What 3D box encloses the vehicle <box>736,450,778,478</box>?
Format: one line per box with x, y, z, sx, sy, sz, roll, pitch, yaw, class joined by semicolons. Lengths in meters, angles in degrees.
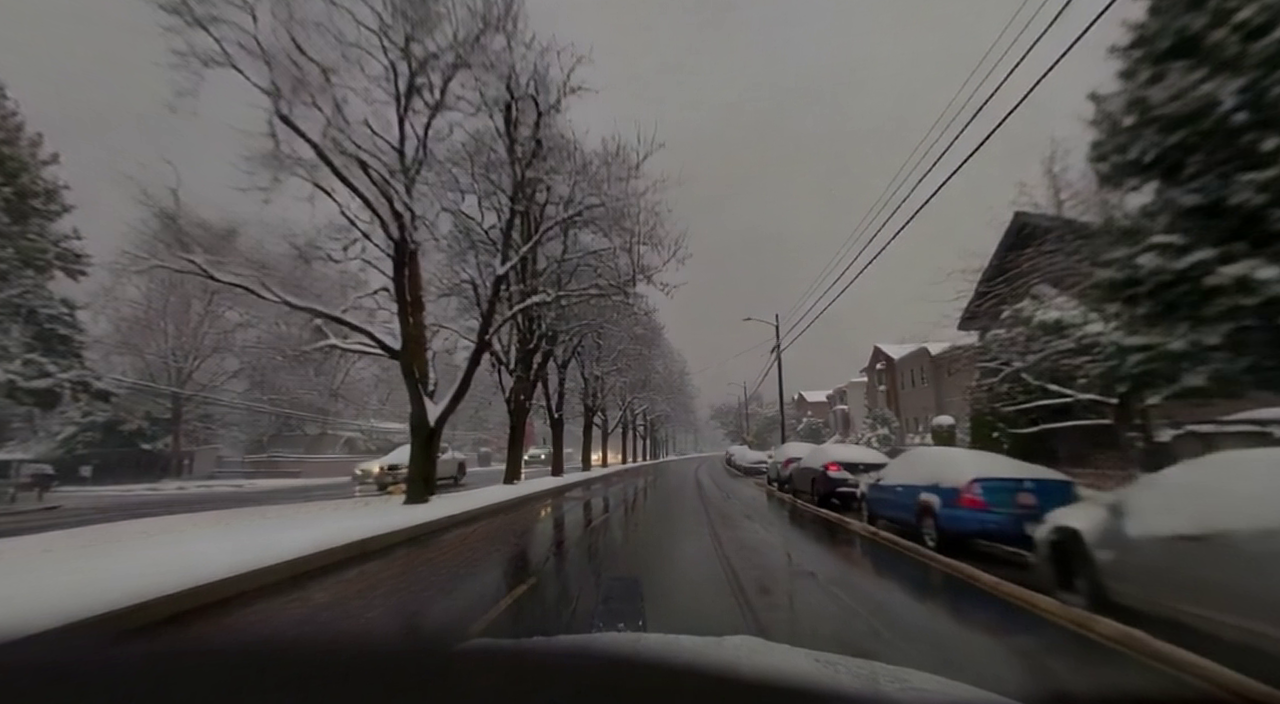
6.473;6.241;35.377;1.833;1.399;4.727;-1;-8;5;vehicle

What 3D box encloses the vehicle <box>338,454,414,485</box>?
-14.374;6.419;34.625;1.909;1.483;4.498;-1;-8;5;vehicle

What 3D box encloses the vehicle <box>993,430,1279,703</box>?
4.364;1.197;3.587;2.080;1.490;5.001;-1;-8;4;vehicle

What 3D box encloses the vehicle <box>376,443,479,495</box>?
-7.740;4.270;23.592;2.331;1.696;4.861;0;-8;-2;vehicle
